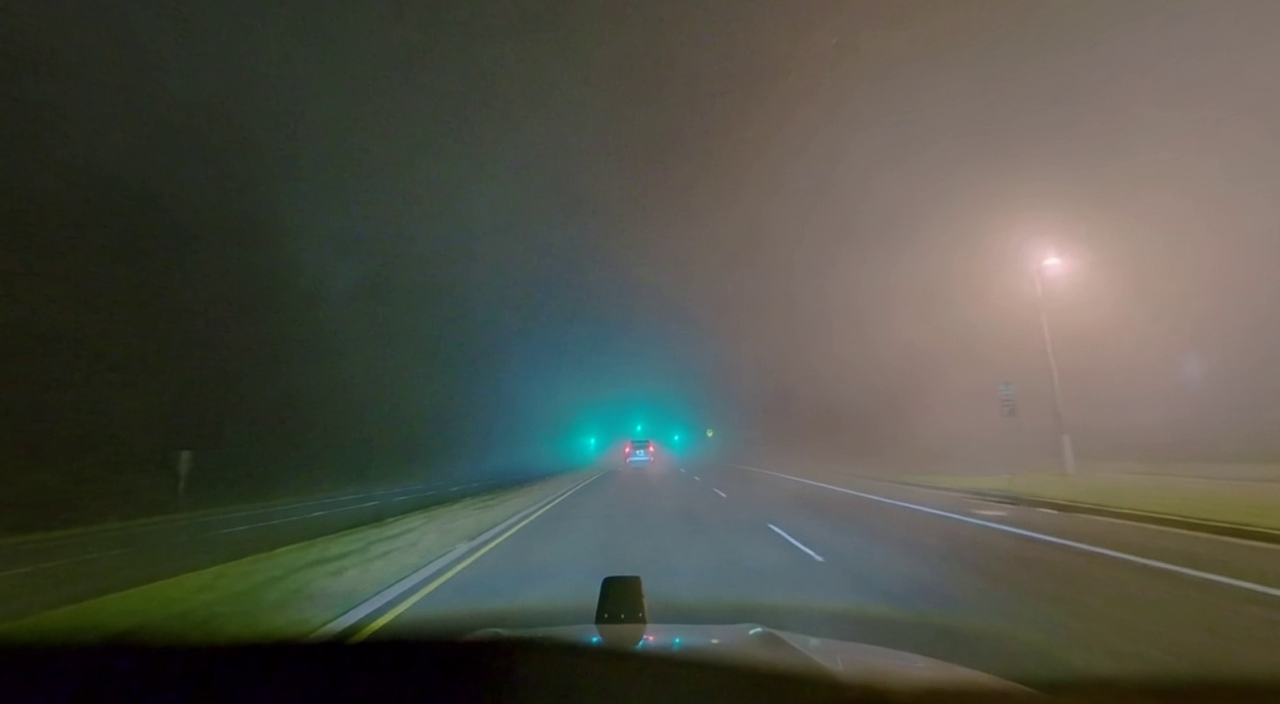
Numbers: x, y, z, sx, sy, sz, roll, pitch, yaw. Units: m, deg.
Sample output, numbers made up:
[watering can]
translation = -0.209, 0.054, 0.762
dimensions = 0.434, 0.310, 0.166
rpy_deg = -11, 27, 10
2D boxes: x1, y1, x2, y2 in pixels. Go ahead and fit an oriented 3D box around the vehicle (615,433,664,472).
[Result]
[vehicle]
translation = -0.019, 4.940, 30.971
dimensions = 2.256, 1.734, 4.176
rpy_deg = 0, -8, 0
